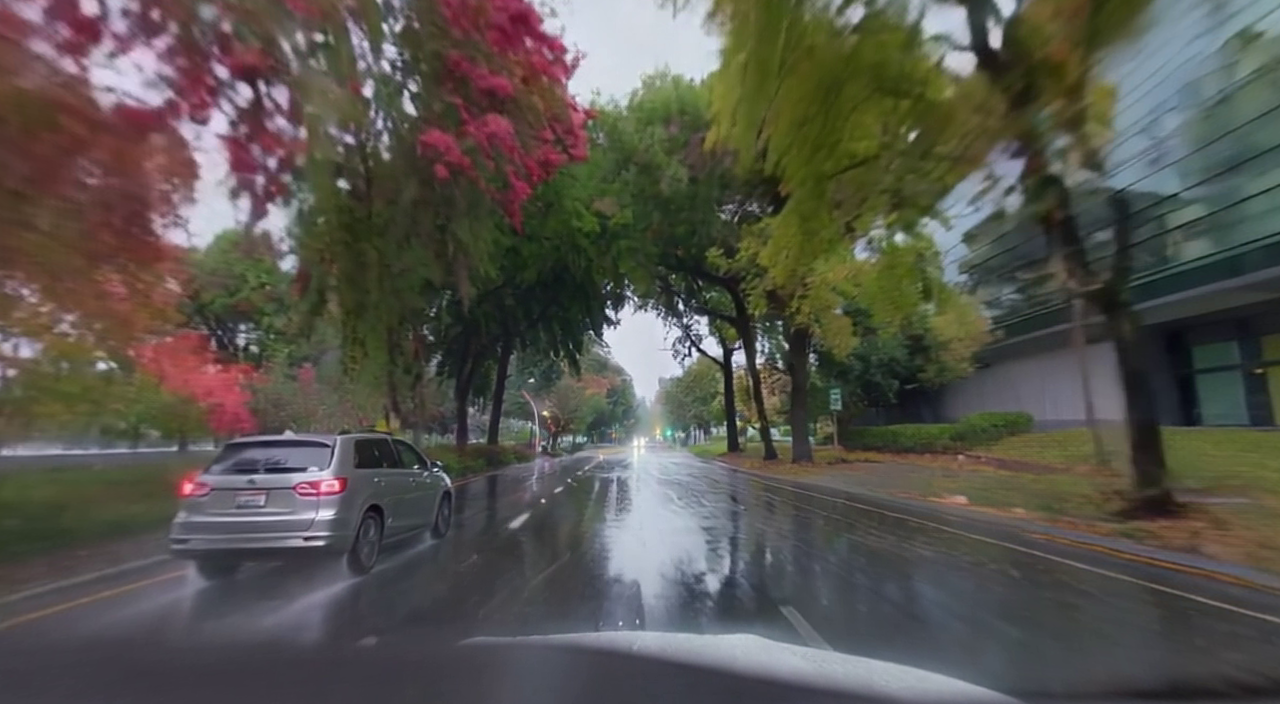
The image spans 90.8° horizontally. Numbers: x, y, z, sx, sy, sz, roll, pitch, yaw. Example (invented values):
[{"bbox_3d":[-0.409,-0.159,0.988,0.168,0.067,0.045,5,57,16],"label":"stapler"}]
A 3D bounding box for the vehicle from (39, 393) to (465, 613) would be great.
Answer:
[{"bbox_3d":[-3.672,1.508,7.289,2.067,1.700,4.561,0,-8,-1],"label":"vehicle"}]
